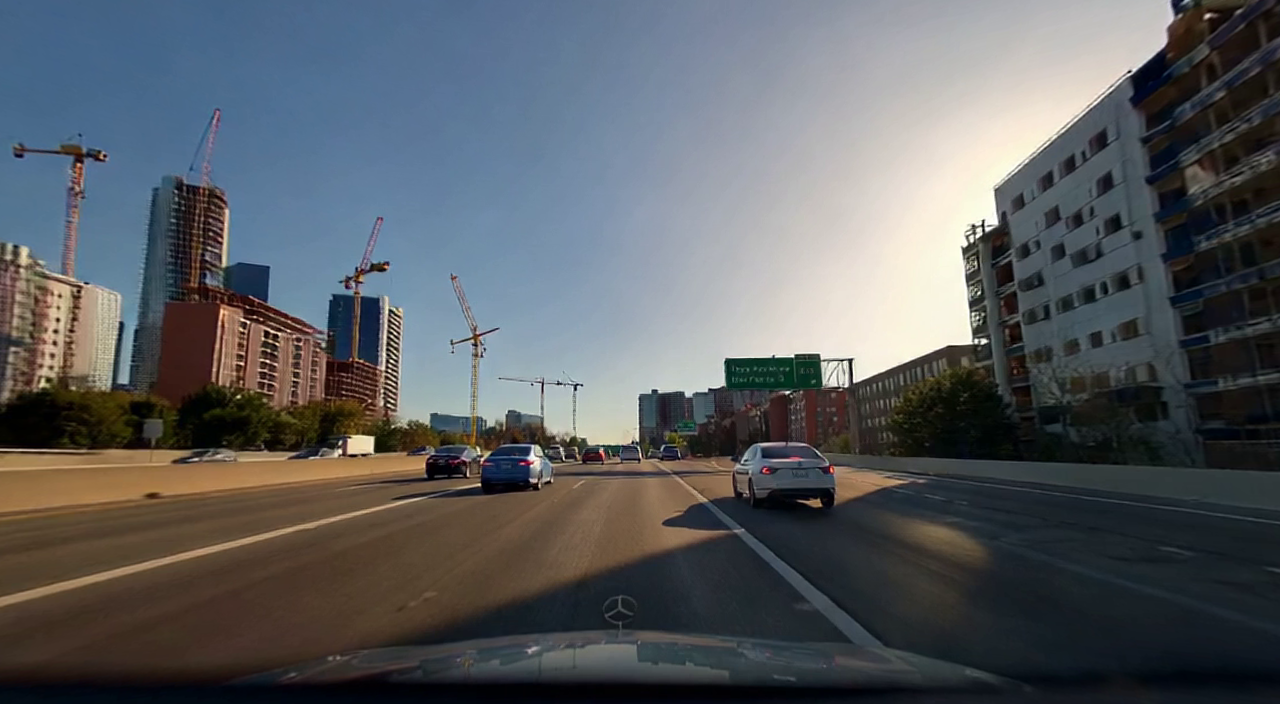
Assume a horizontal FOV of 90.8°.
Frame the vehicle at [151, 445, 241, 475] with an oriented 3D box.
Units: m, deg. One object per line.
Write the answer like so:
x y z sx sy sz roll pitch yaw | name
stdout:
-27.513 6.659 39.367 1.960 1.713 4.966 0 -8 0 | vehicle

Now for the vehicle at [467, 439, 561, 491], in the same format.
-4.018 3.670 20.947 2.136 1.512 4.488 0 -8 1 | vehicle

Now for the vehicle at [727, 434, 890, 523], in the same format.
3.175 2.479 13.013 1.995 1.486 4.463 0 -8 -2 | vehicle

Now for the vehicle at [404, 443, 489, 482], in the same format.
-8.013 4.595 26.666 2.043 1.494 4.824 0 -8 0 | vehicle

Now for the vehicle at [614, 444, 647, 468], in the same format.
-0.635 6.725 40.988 2.019 1.472 3.971 0 -8 -1 | vehicle
